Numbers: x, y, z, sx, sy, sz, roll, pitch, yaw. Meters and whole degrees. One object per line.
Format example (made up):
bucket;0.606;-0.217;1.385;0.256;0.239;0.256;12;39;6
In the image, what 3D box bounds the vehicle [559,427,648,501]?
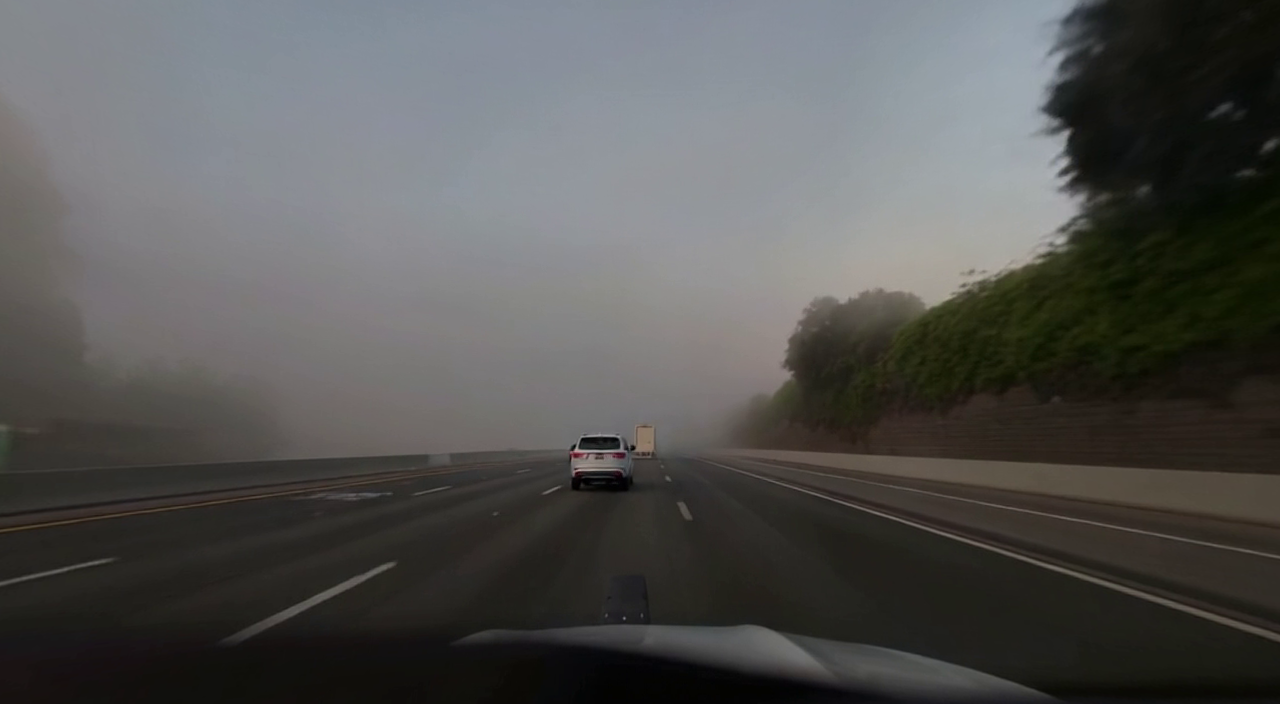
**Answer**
vehicle;-0.854;3.052;17.561;2.114;1.787;4.365;0;-8;1
